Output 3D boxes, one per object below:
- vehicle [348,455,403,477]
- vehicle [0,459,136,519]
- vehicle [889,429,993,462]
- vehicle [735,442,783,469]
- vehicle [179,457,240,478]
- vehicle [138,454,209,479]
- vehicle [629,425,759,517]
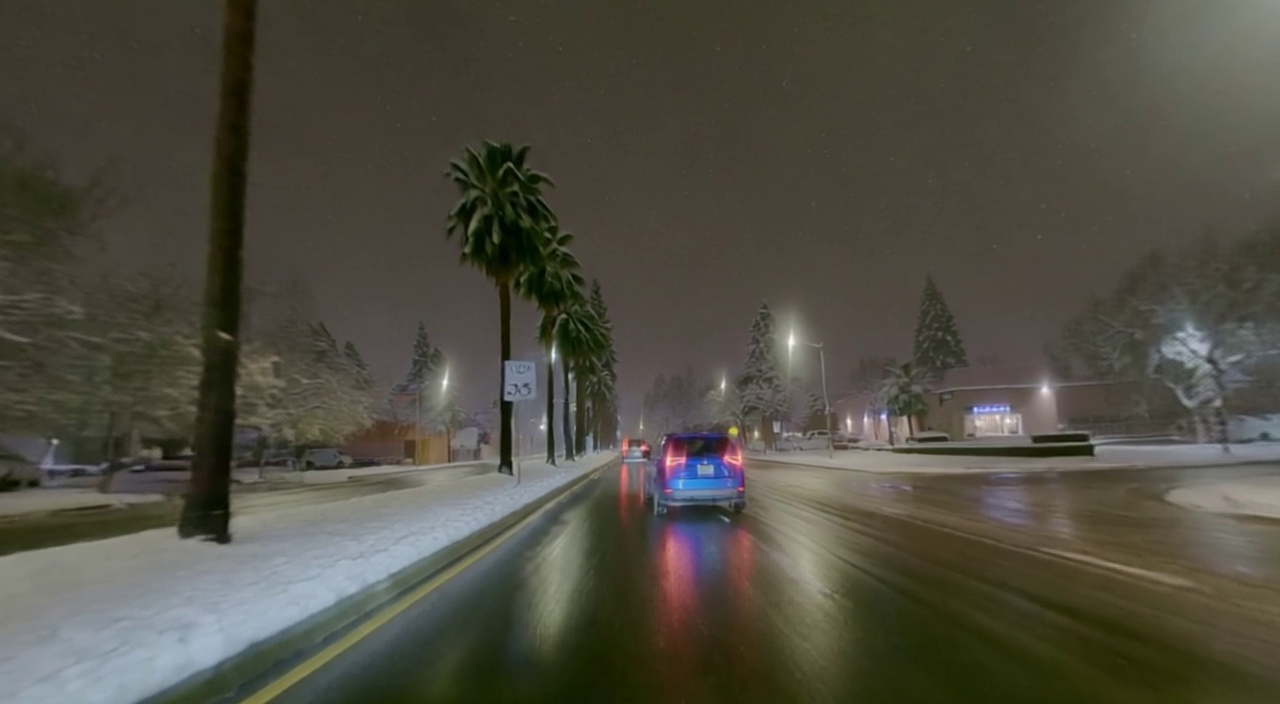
[{"bbox_3d":[-19.577,8.442,46.992,1.848,1.460,4.641,-1,-8,4],"label":"vehicle"},{"bbox_3d":[-19.731,4.476,21.084,1.929,1.646,4.716,0,-8,0],"label":"vehicle"},{"bbox_3d":[20.393,6.374,42.928,5.820,1.968,2.301,-1,-9,-2],"label":"vehicle"},{"bbox_3d":[6.971,6.094,37.444,1.930,1.457,4.267,0,-8,-2],"label":"vehicle"},{"bbox_3d":[-31.485,8.445,46.353,1.765,1.417,3.827,0,-8,0],"label":"vehicle"},{"bbox_3d":[-34.310,8.411,46.603,1.926,1.722,4.264,0,-8,1],"label":"vehicle"},{"bbox_3d":[0.964,2.535,13.953,2.239,1.693,4.301,0,-8,-4],"label":"vehicle"}]
